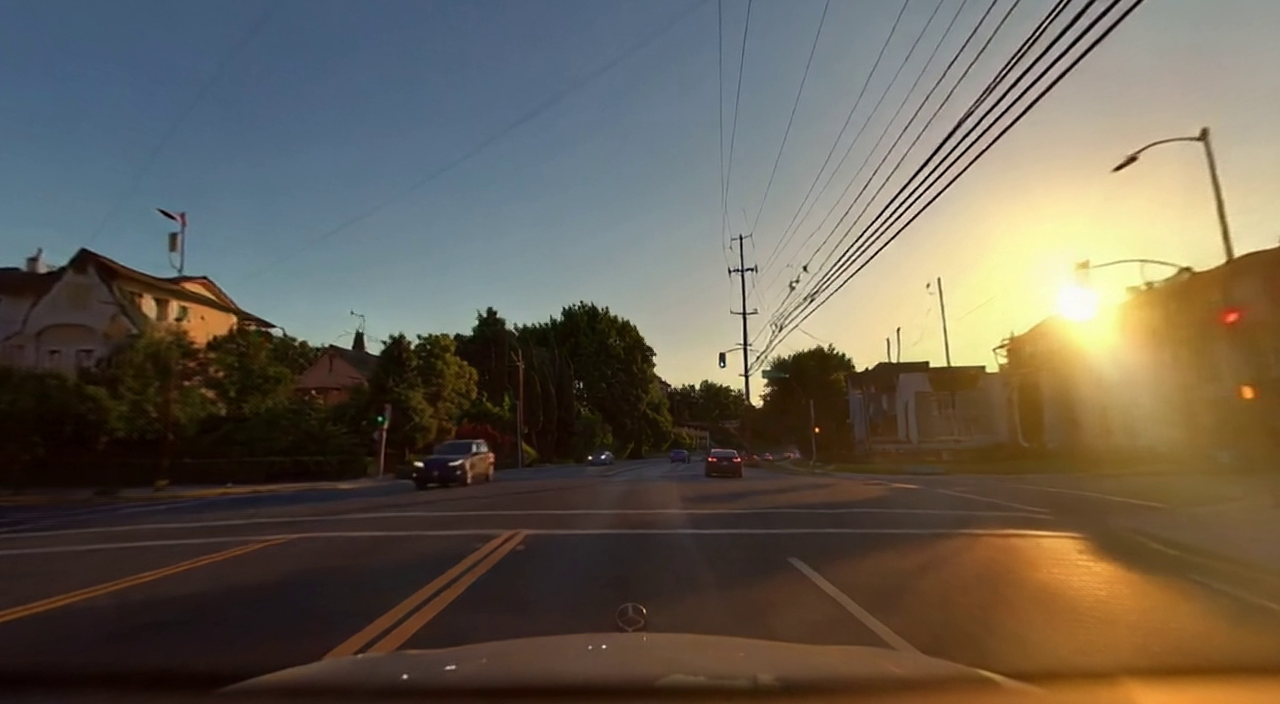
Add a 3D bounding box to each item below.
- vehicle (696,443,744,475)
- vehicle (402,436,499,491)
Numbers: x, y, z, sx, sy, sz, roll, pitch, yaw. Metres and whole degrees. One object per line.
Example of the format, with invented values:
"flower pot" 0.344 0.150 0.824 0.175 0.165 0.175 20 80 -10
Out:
"vehicle" 3.981 5.389 32.074 1.951 1.479 4.487 0 -8 1
"vehicle" -6.610 3.914 22.542 1.959 1.741 4.393 0 -8 2
